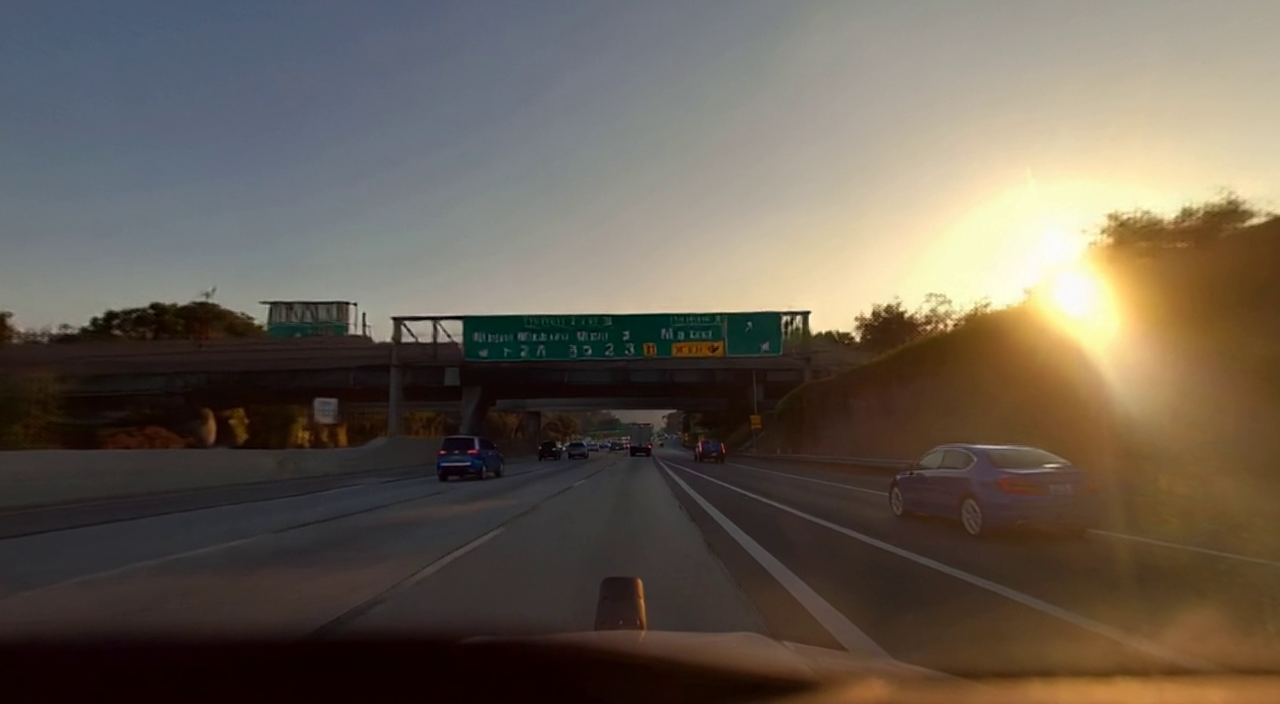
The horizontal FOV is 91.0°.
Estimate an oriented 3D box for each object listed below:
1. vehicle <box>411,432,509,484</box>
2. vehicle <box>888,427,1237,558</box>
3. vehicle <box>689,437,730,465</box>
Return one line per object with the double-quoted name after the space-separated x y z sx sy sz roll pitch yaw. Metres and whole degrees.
-6.590 3.960 23.776 2.179 1.753 4.999 0 -9 0 "vehicle"
5.885 2.002 9.729 2.075 1.510 4.569 0 -9 -2 "vehicle"
4.940 7.120 45.228 2.220 1.898 4.752 0 -9 -2 "vehicle"
